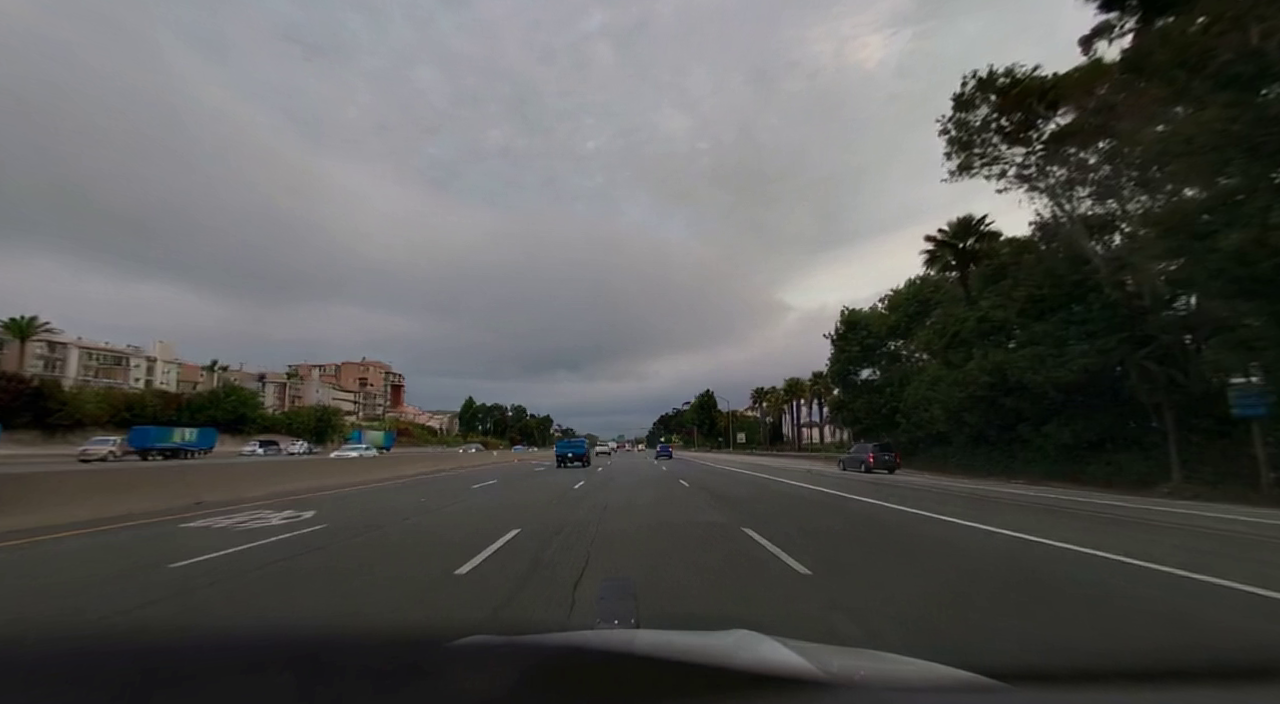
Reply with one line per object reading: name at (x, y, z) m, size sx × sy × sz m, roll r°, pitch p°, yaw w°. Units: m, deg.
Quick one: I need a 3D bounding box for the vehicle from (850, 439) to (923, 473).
vehicle at (14.131, 5.985, 36.525) m, size 2.168 × 1.792 × 4.457 m, roll 1°, pitch -9°, yaw -4°

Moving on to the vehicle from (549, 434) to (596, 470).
vehicle at (-3.907, 5.894, 37.304) m, size 2.225 × 1.967 × 4.673 m, roll 0°, pitch -9°, yaw 0°
